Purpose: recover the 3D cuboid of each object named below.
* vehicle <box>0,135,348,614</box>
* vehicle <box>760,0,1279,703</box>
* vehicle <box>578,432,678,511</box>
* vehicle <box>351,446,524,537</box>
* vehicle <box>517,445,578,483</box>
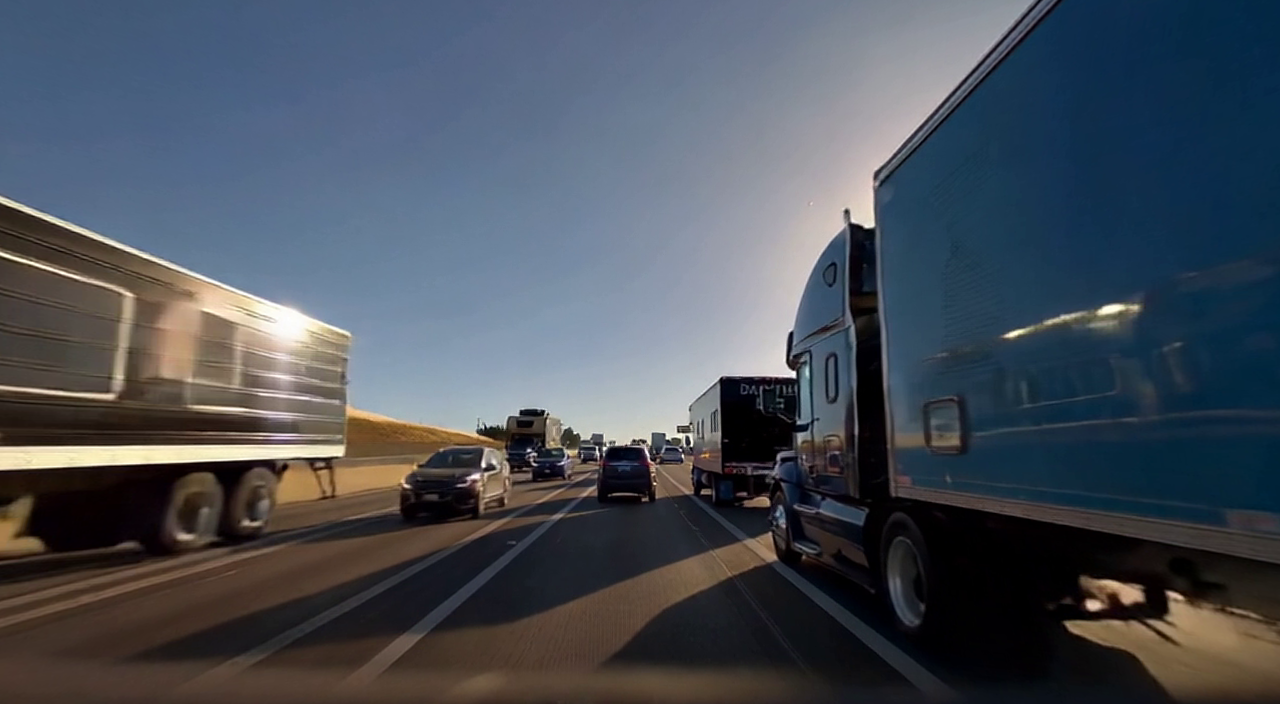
[{"bbox_3d":[-7.020,0.060,4.616,2.895,4.121,14.391,0,-9,0],"label":"vehicle"},{"bbox_3d":[3.207,0.168,4.285,2.936,3.787,8.670,0,-9,-1],"label":"vehicle"},{"bbox_3d":[-0.298,2.955,15.985,2.201,1.719,4.058,0,-9,-1],"label":"vehicle"},{"bbox_3d":[-3.635,2.560,12.240,1.930,1.431,4.156,0,-9,1],"label":"vehicle"},{"bbox_3d":[-4.105,5.072,28.845,2.023,1.576,4.784,0,-9,1],"label":"vehicle"}]
